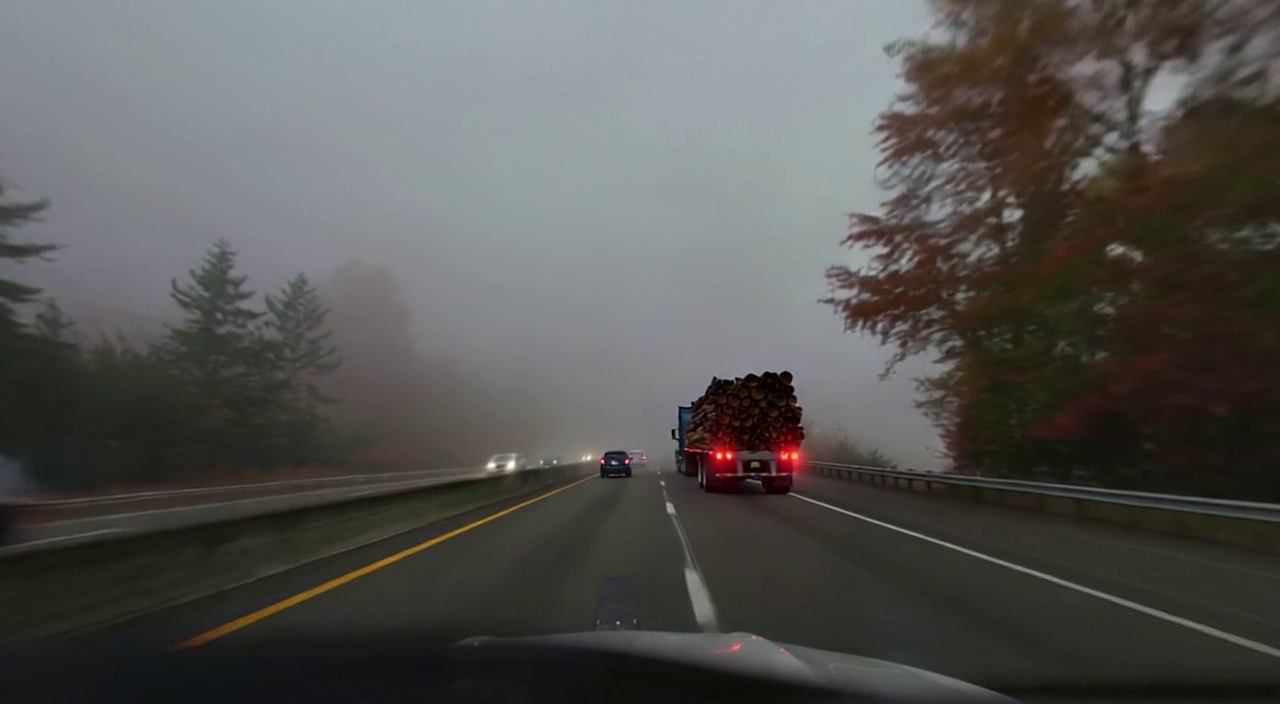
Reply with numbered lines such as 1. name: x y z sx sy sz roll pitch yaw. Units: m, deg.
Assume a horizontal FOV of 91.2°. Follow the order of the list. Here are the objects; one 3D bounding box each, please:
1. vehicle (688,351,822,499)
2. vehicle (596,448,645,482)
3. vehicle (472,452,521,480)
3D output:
1. vehicle: 3.354 2.559 20.860 3.004 3.923 8.363 -1 -9 1
2. vehicle: -0.849 5.352 29.997 2.099 1.506 4.097 -1 -9 2
3. vehicle: -9.083 7.202 40.014 1.946 1.628 4.553 -1 -9 2
